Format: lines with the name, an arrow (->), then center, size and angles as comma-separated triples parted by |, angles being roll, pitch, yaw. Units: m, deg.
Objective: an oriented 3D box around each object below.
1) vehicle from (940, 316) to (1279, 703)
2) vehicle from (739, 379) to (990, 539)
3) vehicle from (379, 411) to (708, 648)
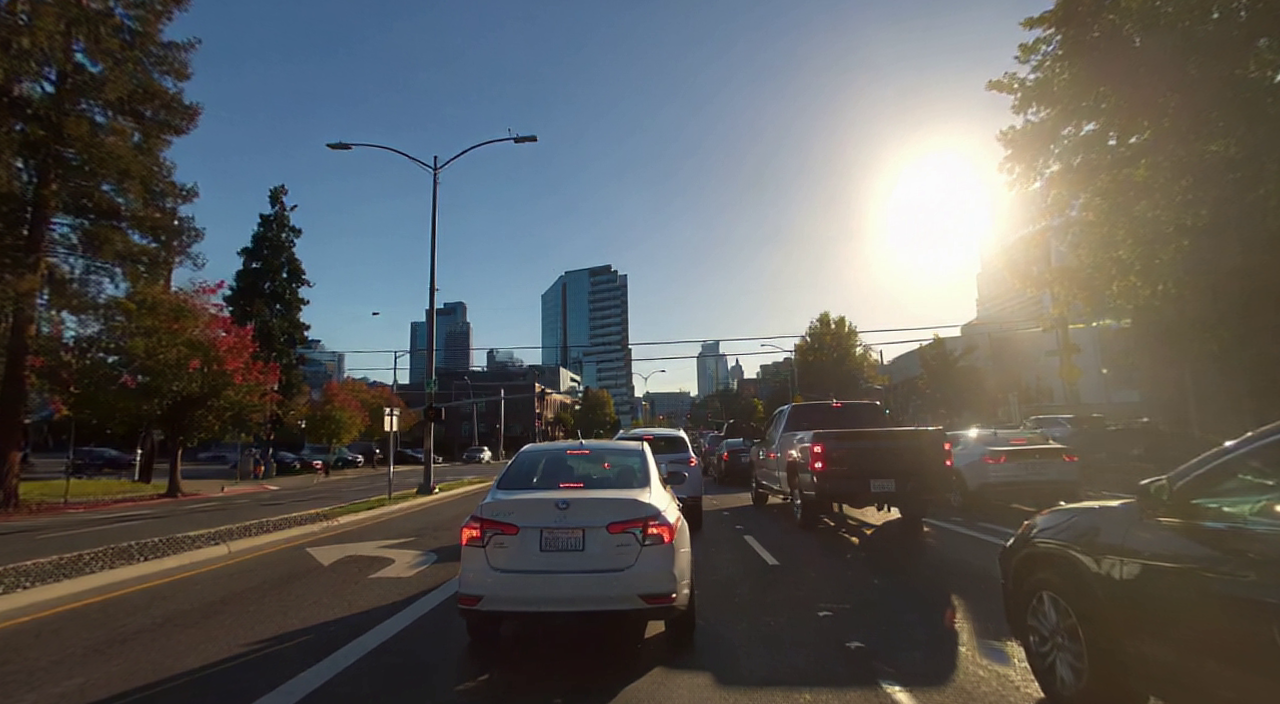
vehicle -> 3.158, 0.746, 2.080 | 2.024, 1.723, 4.714 | 0, -9, 1
vehicle -> 3.544, 1.900, 11.631 | 2.497, 2.186, 5.890 | 0, -8, 0
vehicle -> -0.577, 1.487, 6.336 | 2.172, 1.536, 4.250 | 0, -9, 2
